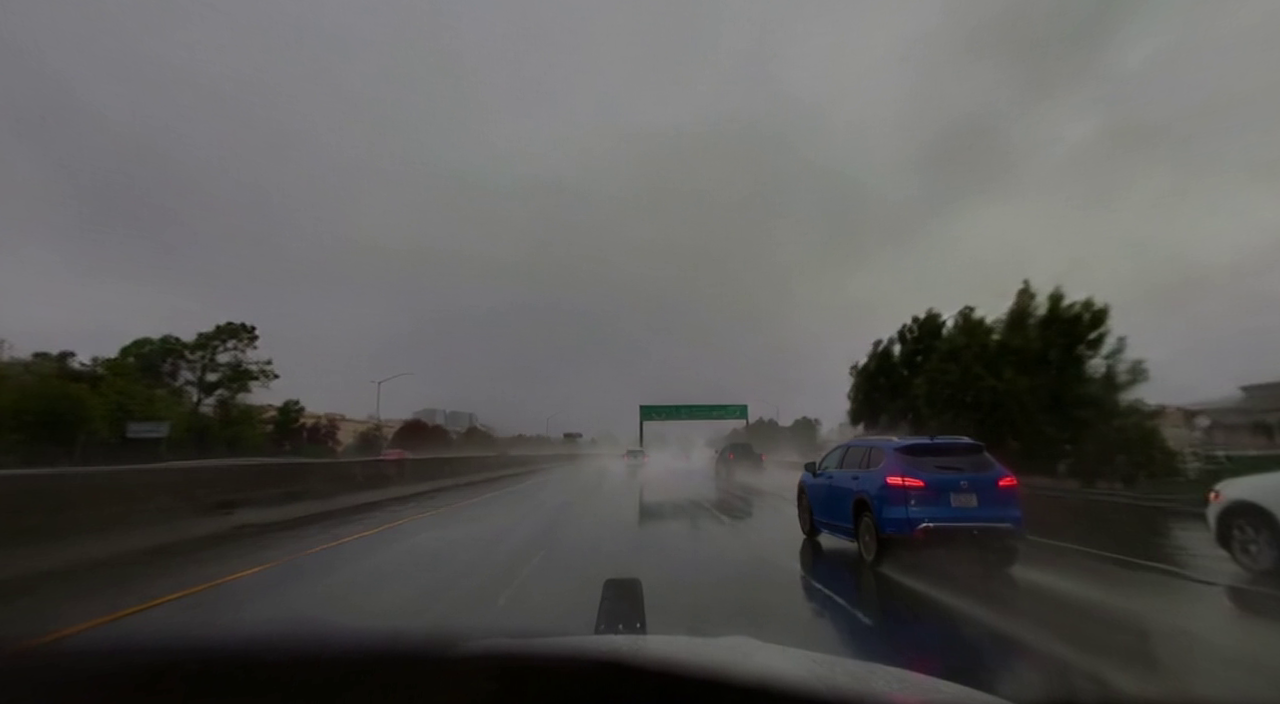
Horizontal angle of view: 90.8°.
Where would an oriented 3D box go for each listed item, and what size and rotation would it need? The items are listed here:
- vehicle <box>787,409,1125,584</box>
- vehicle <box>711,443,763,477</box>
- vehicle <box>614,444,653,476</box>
[{"bbox_3d":[3.556,1.716,8.293,2.097,1.659,4.320,0,-9,-1],"label":"vehicle"},{"bbox_3d":[6.924,7.805,46.026,2.526,2.230,6.190,0,-9,-3],"label":"vehicle"},{"bbox_3d":[-0.424,6.476,38.072,2.181,1.768,4.383,0,-9,-2],"label":"vehicle"}]
